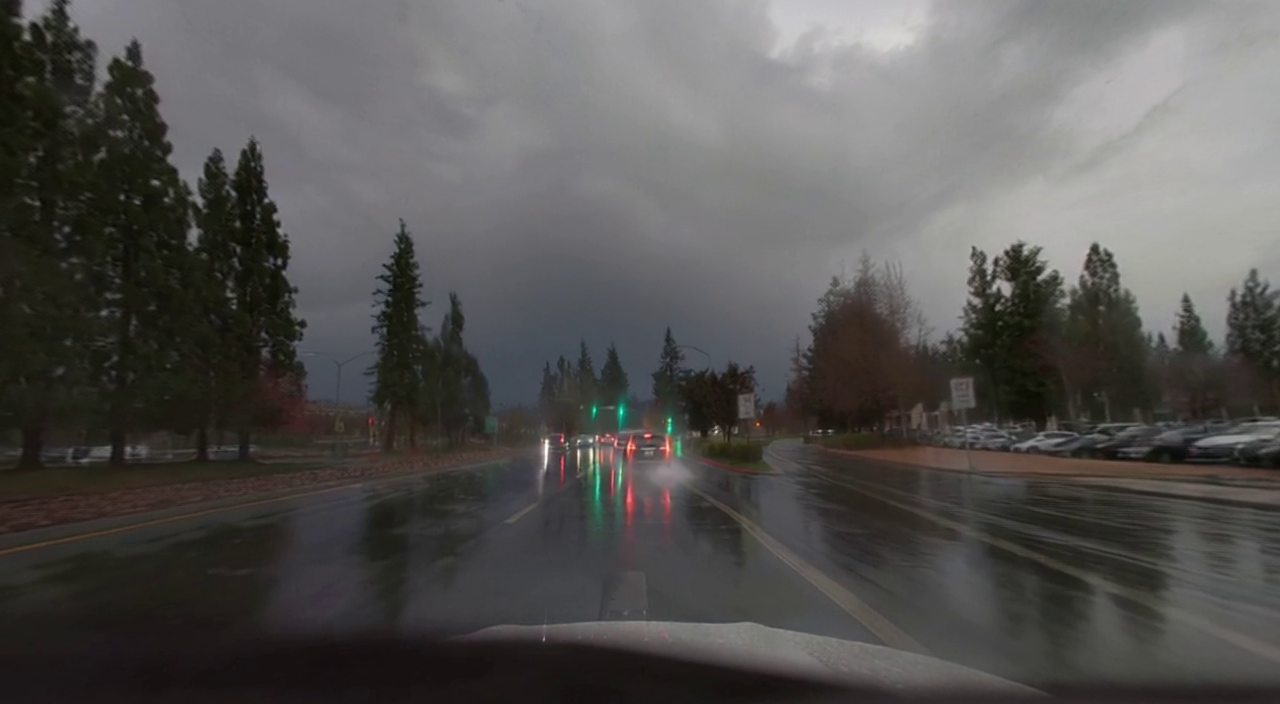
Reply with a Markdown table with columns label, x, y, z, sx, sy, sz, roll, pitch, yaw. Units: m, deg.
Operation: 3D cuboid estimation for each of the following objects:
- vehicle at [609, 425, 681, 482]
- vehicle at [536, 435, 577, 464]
| label | x | y | z | sx | sy | sz | roll | pitch | yaw |
| --- | --- | --- | --- | --- | --- | --- | --- | --- | --- |
| vehicle | 0.089 | 3.302 | 20.694 | 2.135 | 1.691 | 3.884 | 0 | -8 | -1 |
| vehicle | -4.775 | 5.617 | 36.438 | 1.950 | 1.563 | 3.727 | 0 | -8 | -1 |
